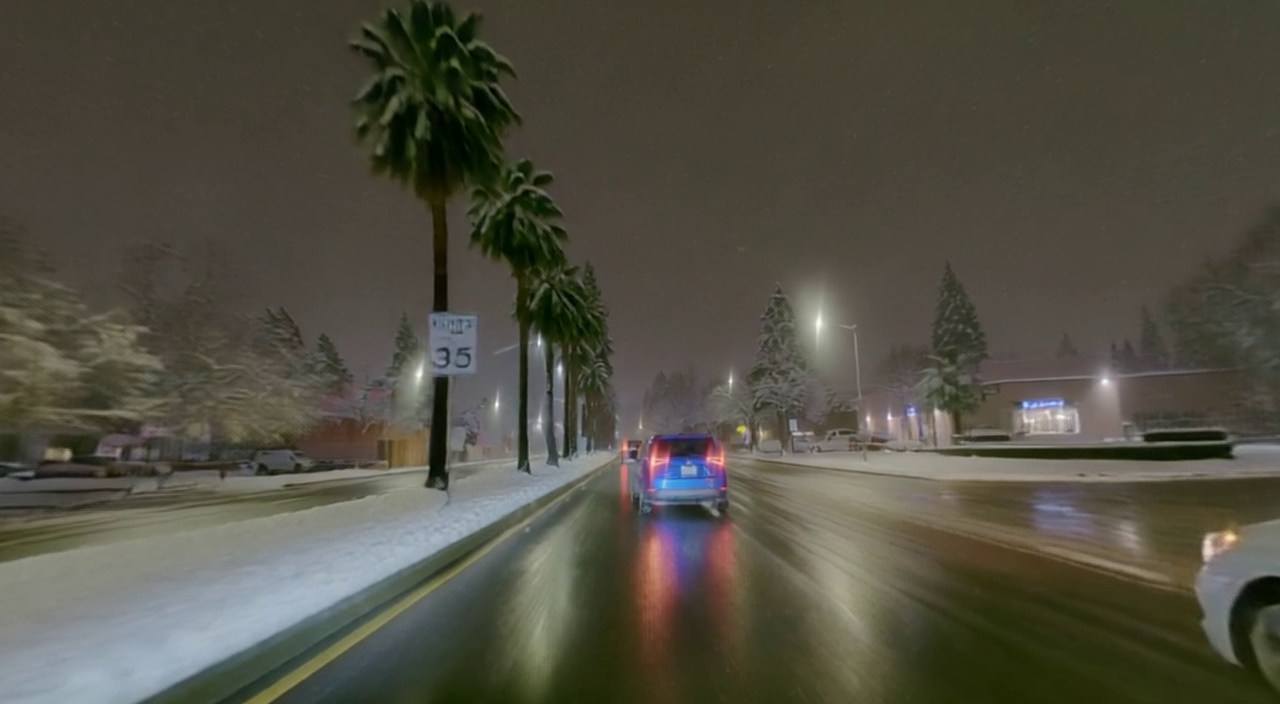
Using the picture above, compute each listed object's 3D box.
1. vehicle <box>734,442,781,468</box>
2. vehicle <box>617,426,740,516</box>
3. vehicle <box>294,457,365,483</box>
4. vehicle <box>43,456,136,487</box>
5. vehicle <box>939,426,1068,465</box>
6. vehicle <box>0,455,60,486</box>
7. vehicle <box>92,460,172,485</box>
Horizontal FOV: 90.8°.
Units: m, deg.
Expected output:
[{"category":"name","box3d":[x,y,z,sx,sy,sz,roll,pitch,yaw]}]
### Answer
[{"category":"vehicle","box3d":[6.981,6.151,37.934,1.930,1.457,4.267,0,-8,-1]},{"category":"vehicle","box3d":[0.662,2.578,14.241,2.239,1.693,4.301,0,-8,-3]},{"category":"vehicle","box3d":[-19.496,7.402,39.892,1.848,1.460,4.641,-1,-8,4]},{"category":"vehicle","box3d":[-34.240,7.442,39.463,1.926,1.722,4.264,0,-8,0]},{"category":"vehicle","box3d":[20.468,5.305,35.778,5.820,1.968,2.301,-1,-9,-3]},{"category":"vehicle","box3d":[-39.846,7.450,39.869,1.979,1.822,4.659,0,-8,1]},{"category":"vehicle","box3d":[-31.425,7.441,39.222,1.765,1.417,3.827,0,-8,0]}]
